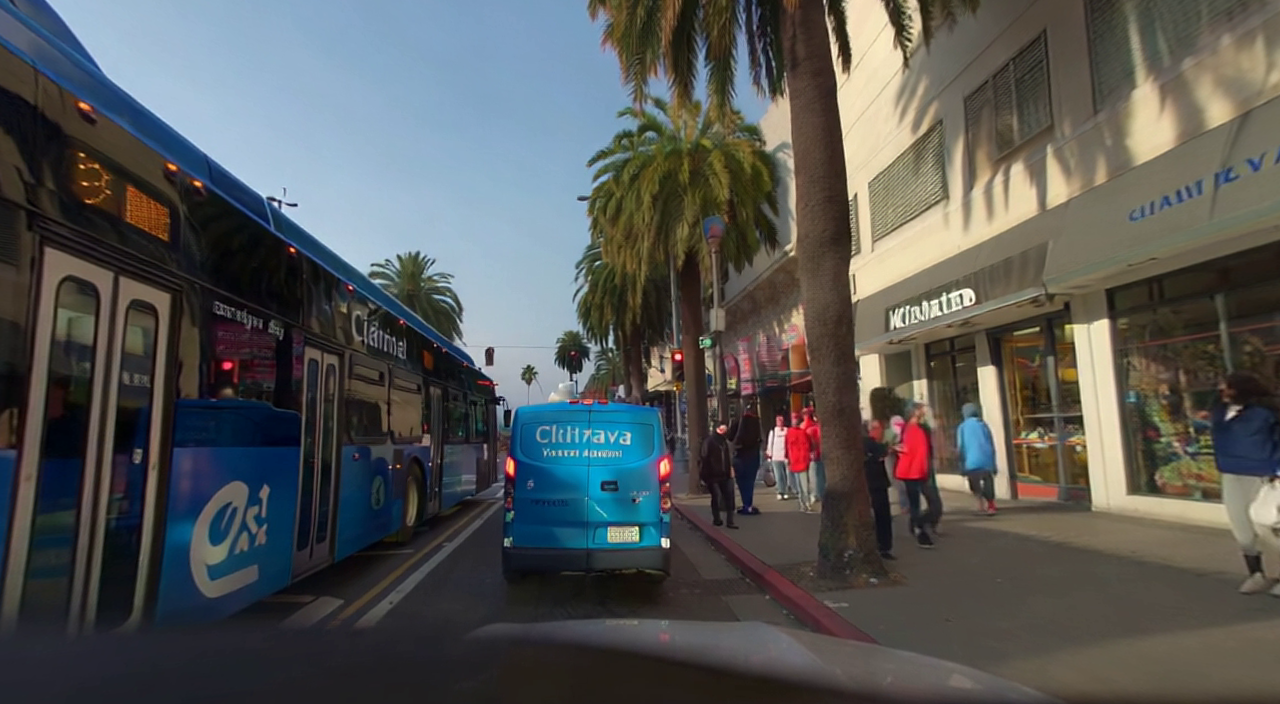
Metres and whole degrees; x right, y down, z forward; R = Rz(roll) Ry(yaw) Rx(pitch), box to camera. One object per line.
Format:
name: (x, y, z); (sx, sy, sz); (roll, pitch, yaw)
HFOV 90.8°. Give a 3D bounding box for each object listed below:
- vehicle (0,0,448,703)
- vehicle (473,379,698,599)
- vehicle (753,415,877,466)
vehicle: (-3.807, 0.172, 3.282); (2.863, 3.233, 11.573); (1, -8, -5)
vehicle: (-0.796, 1.520, 7.805); (2.002, 1.907, 4.211); (1, -9, -9)
vehicle: (8.131, 4.132, 29.667); (4.996, 2.251, 2.283); (1, -8, -7)
